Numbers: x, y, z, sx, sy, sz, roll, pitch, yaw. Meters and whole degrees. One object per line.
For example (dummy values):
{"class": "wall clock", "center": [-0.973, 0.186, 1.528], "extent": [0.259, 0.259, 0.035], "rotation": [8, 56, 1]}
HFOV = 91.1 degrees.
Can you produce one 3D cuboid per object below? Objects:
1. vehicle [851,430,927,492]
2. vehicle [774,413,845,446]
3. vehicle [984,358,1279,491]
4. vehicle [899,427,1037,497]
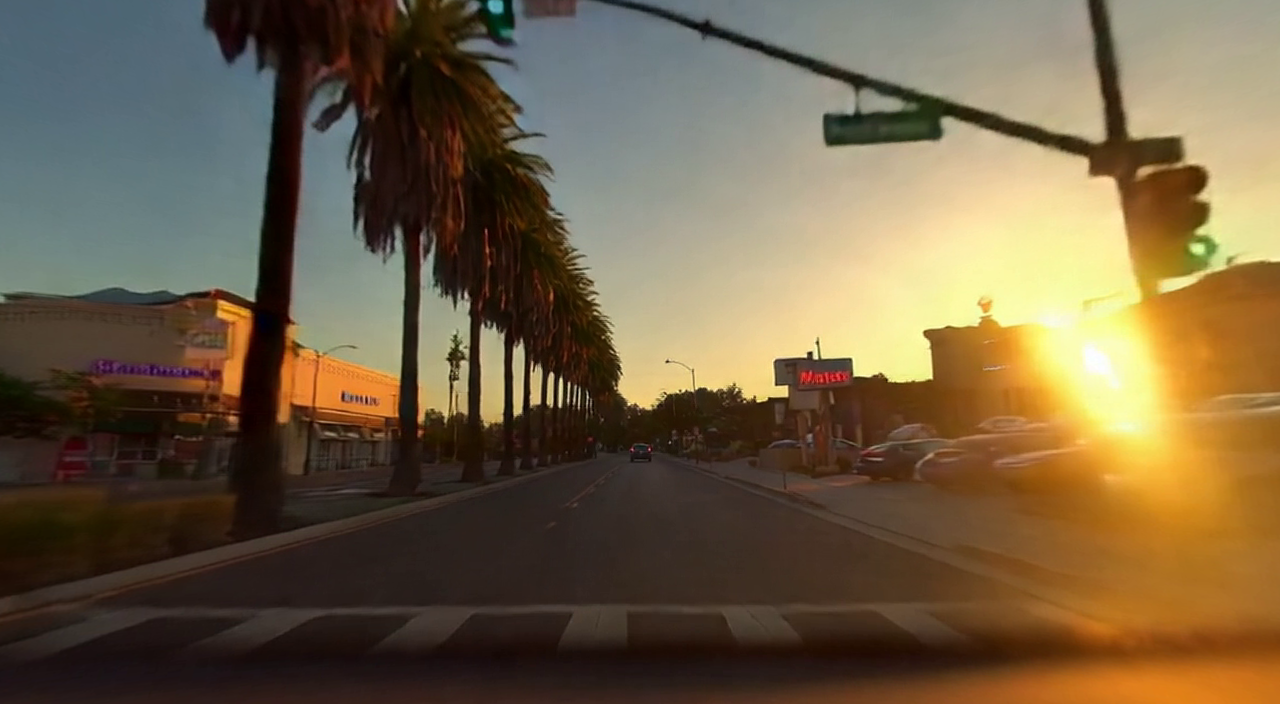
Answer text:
{"class": "vehicle", "center": [9.546, 4.343, 24.448], "extent": [1.917, 1.876, 4.629], "rotation": [-6, -16, 12]}
{"class": "vehicle", "center": [11.865, 5.487, 43.796], "extent": [5.186, 2.000, 2.226], "rotation": [10, -13, -41]}
{"class": "vehicle", "center": [15.907, 2.628, 21.009], "extent": [2.814, 3.328, 10.467], "rotation": [0, -9, 0]}
{"class": "vehicle", "center": [9.529, 3.268, 18.642], "extent": [1.655, 1.820, 3.969], "rotation": [1, -10, -5]}
